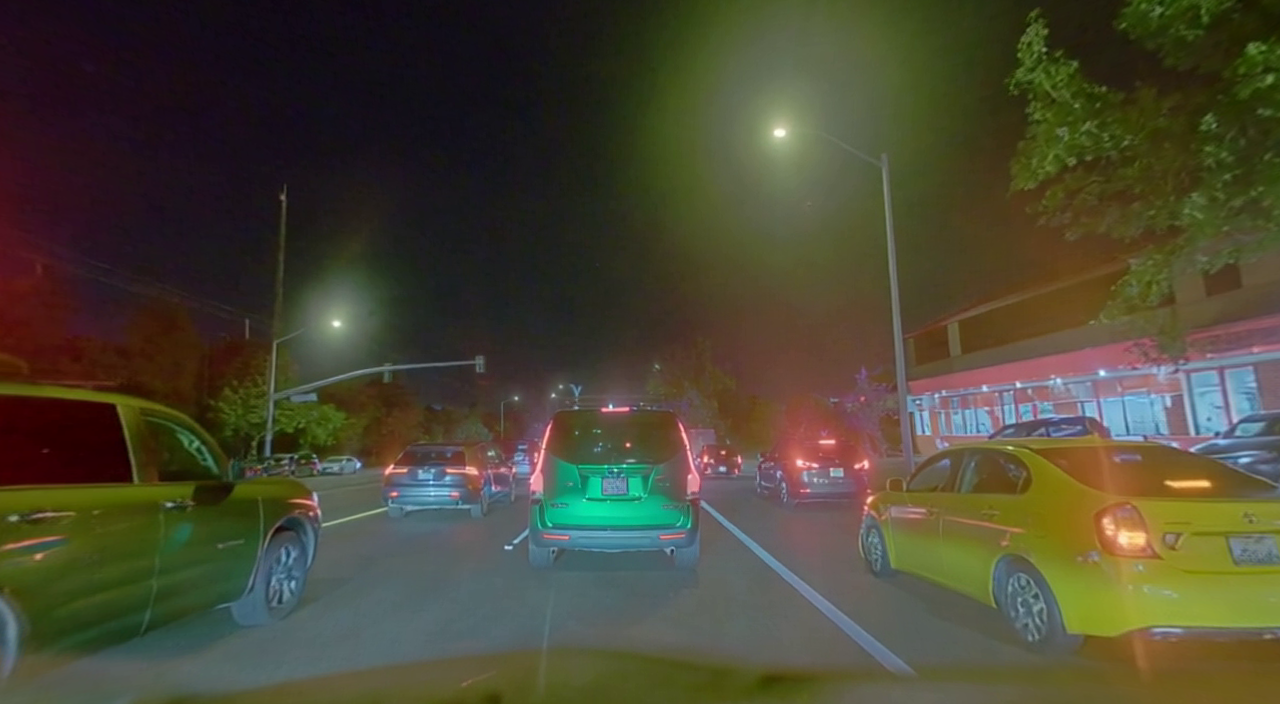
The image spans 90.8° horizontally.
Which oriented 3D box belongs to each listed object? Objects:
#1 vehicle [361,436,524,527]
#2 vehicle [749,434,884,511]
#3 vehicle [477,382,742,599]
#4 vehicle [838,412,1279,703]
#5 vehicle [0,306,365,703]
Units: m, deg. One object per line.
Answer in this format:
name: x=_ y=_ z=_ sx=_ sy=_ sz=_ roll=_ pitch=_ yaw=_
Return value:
vehicle: x=-3.602 y=2.425 z=12.421 sx=1.849 sy=1.451 sz=4.218 roll=0 pitch=-9 yaw=0
vehicle: x=3.928 y=2.748 z=14.901 sx=1.875 sy=1.521 sz=4.192 roll=0 pitch=-9 yaw=-1
vehicle: x=-0.300 y=1.486 z=7.541 sx=2.238 sy=1.825 sz=4.190 roll=0 pitch=-9 yaw=-1
vehicle: x=3.371 y=1.371 z=5.341 sx=1.900 sy=1.477 sz=4.352 roll=0 pitch=-9 yaw=-1
vehicle: x=-3.607 y=0.898 z=3.391 sx=2.231 sy=1.853 sz=4.461 roll=0 pitch=-9 yaw=0
